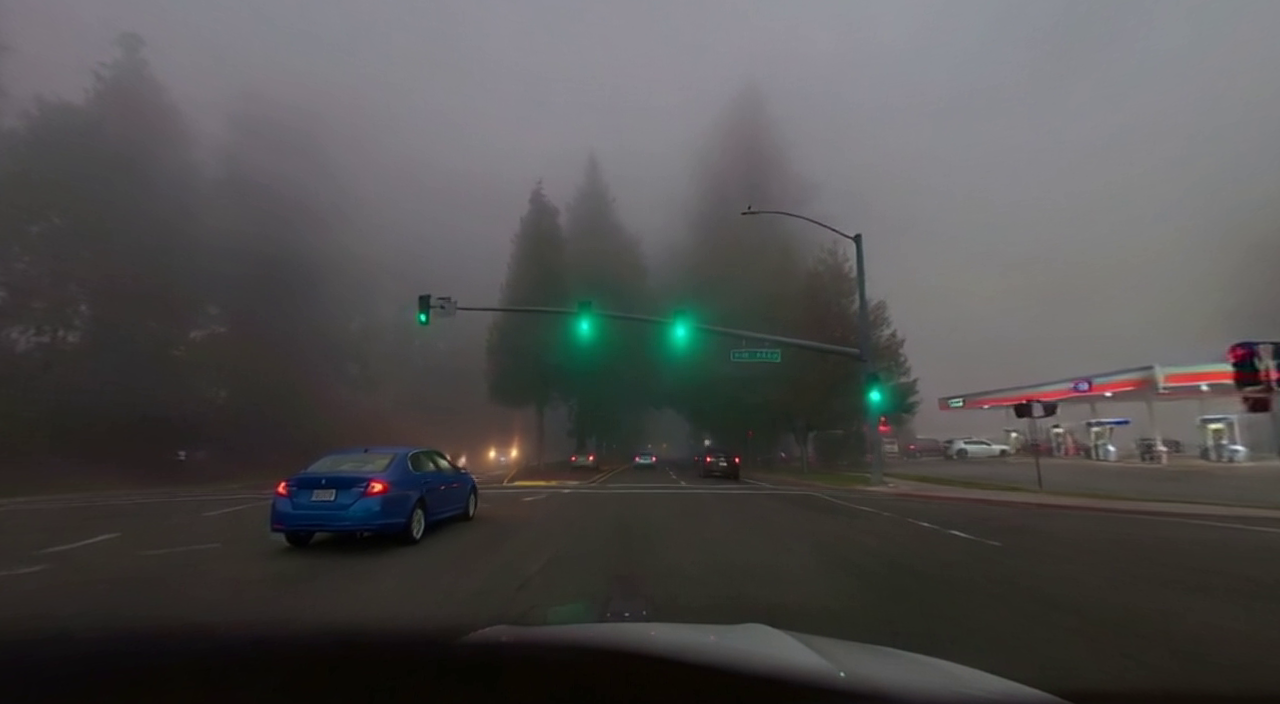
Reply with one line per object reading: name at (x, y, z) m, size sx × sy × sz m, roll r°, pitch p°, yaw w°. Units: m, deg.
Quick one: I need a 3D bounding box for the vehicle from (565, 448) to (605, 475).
vehicle at (-3.152, 6.375, 37.000) m, size 1.841 × 1.474 × 4.038 m, roll 0°, pitch -8°, yaw 2°

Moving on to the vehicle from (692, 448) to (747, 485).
vehicle at (3.409, 4.990, 27.724) m, size 1.883 × 1.465 × 3.975 m, roll 0°, pitch -8°, yaw 0°

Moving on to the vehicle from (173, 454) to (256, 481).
vehicle at (-32.895, 8.934, 48.994) m, size 2.197 × 1.842 × 5.801 m, roll 0°, pitch -8°, yaw 2°

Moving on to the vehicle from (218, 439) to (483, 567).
vehicle at (-3.964, 2.104, 9.658) m, size 1.803 × 1.463 × 4.422 m, roll 0°, pitch -8°, yaw 2°

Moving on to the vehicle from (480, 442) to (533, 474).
vehicle at (-8.359, 6.695, 40.112) m, size 2.370 × 1.909 × 5.431 m, roll 1°, pitch -8°, yaw -2°
